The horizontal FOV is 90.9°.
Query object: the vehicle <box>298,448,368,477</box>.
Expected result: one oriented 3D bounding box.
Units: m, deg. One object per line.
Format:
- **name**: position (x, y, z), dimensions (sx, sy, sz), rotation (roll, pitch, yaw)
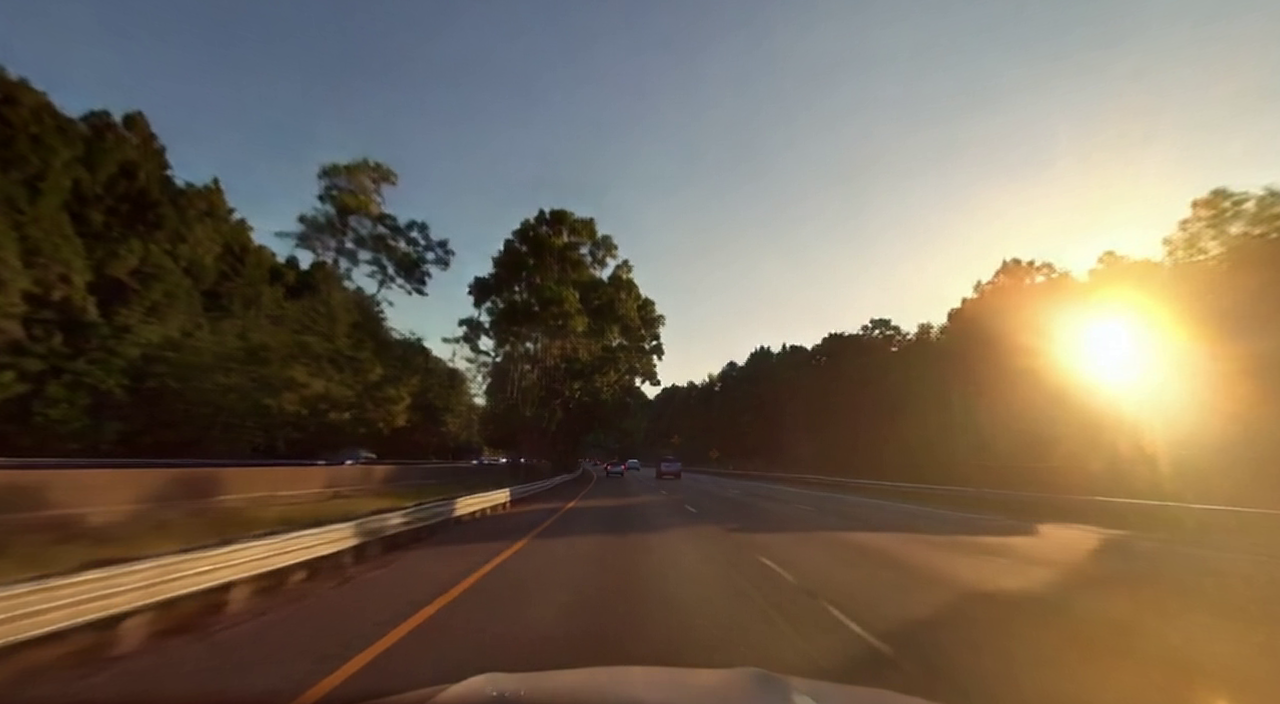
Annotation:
- **vehicle**: position (-17.853, 6.474, 36.896), dimensions (2.005, 1.547, 4.120), rotation (1, -10, -1)
